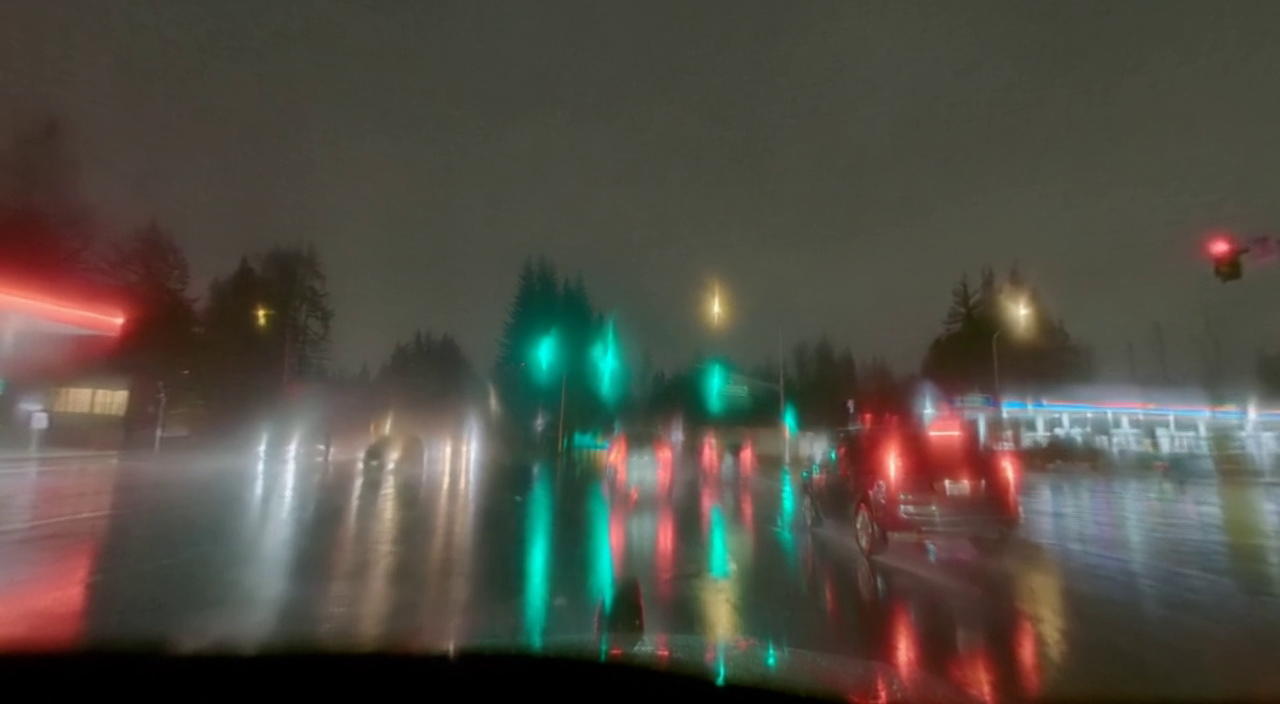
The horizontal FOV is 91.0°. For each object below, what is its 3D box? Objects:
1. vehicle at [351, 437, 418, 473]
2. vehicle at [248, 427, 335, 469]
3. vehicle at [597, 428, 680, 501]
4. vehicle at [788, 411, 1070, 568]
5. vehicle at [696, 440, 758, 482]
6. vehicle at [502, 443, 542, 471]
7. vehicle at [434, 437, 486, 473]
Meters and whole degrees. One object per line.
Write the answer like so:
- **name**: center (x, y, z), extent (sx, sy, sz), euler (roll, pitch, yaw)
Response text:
- **vehicle**: center (-12.877, 5.208, 32.007), extent (2.023, 1.671, 4.174), euler (1, -8, -6)
- **vehicle**: center (-20.008, 5.537, 36.483), extent (2.460, 2.257, 5.387), euler (1, -8, -7)
- **vehicle**: center (-0.079, 3.100, 17.803), extent (2.051, 1.798, 4.168), euler (0, -8, -1)
- **vehicle**: center (3.770, 1.853, 9.261), extent (2.000, 1.745, 4.206), euler (0, -8, -2)
- **vehicle**: center (3.539, 4.475, 26.168), extent (1.800, 1.592, 3.658), euler (1, -8, -4)
- **vehicle**: center (-6.599, 5.893, 35.597), extent (1.987, 1.505, 4.337), euler (1, -8, -8)
- **vehicle**: center (-9.463, 5.417, 33.413), extent (1.992, 1.755, 4.283), euler (1, -8, -7)
